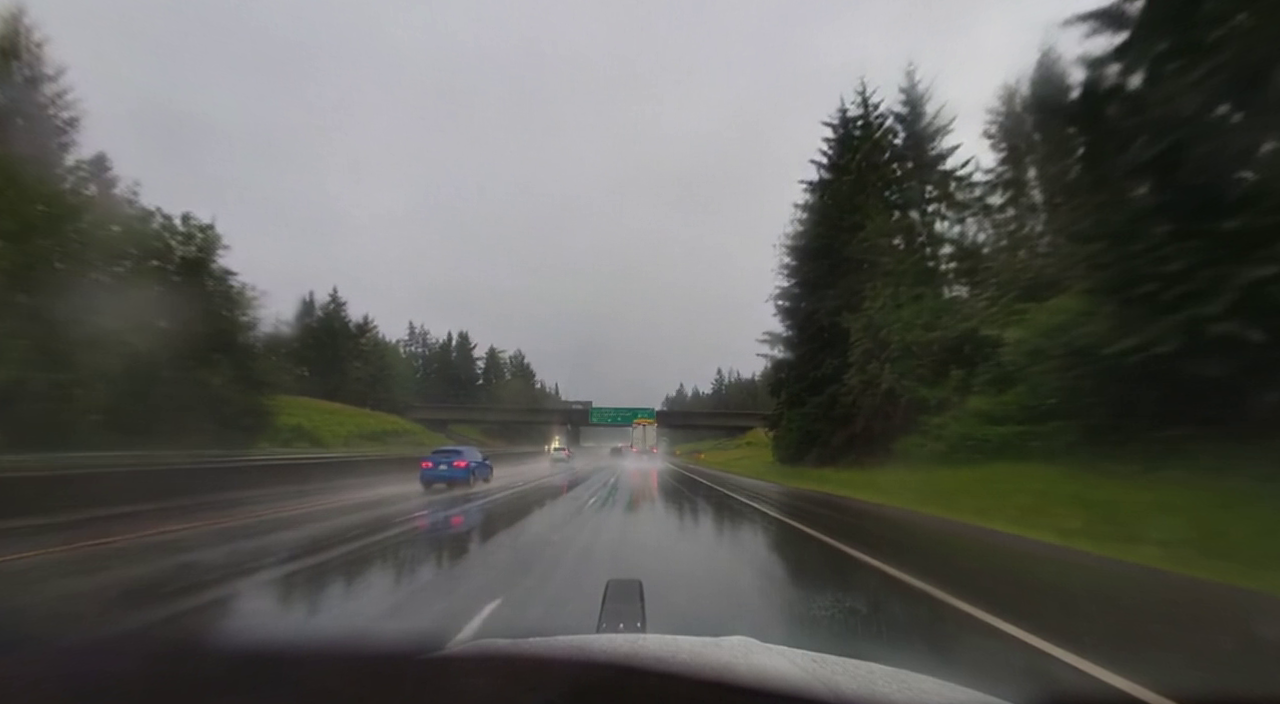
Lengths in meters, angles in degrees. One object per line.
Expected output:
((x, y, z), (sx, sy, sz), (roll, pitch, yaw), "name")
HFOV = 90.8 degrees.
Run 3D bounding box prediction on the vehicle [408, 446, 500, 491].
((-6.790, 4.268, 23.571), (2.038, 1.489, 4.603), (0, -9, 0), "vehicle")
